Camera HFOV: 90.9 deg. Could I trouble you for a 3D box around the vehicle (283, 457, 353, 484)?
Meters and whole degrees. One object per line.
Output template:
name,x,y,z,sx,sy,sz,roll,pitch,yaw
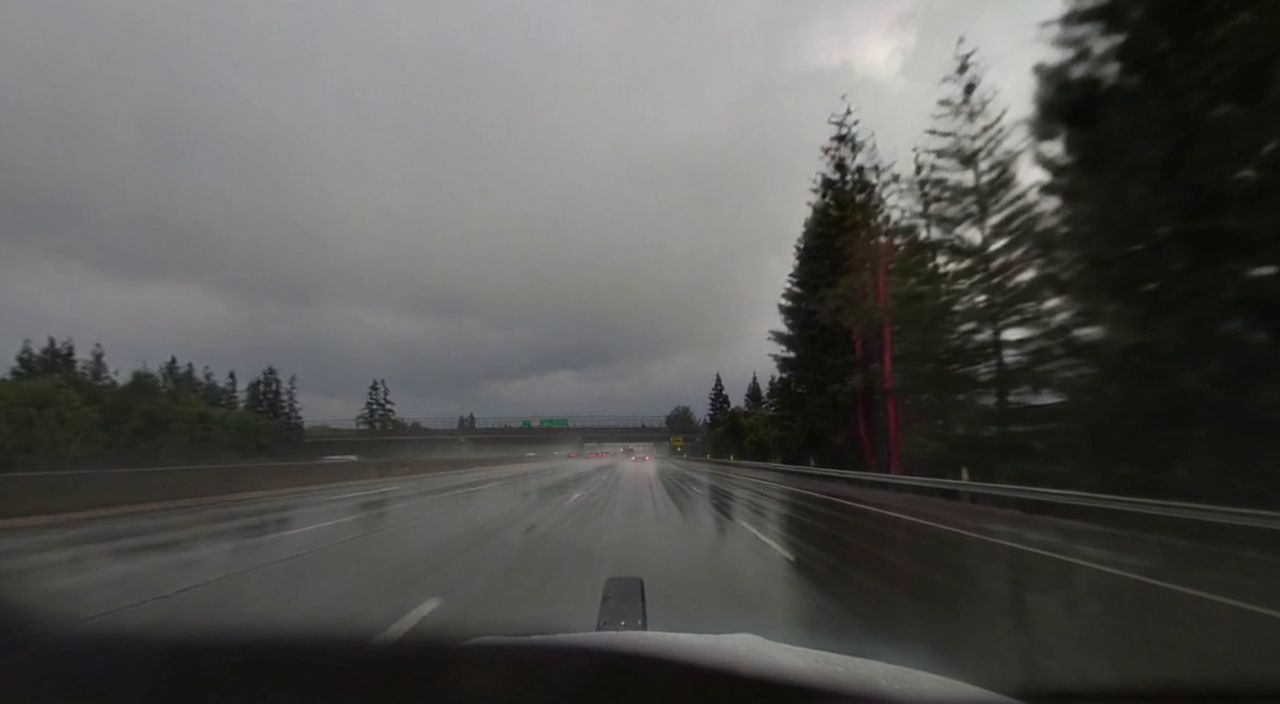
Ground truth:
vehicle,-19.248,7.081,37.865,1.833,1.416,4.504,0,-9,0
